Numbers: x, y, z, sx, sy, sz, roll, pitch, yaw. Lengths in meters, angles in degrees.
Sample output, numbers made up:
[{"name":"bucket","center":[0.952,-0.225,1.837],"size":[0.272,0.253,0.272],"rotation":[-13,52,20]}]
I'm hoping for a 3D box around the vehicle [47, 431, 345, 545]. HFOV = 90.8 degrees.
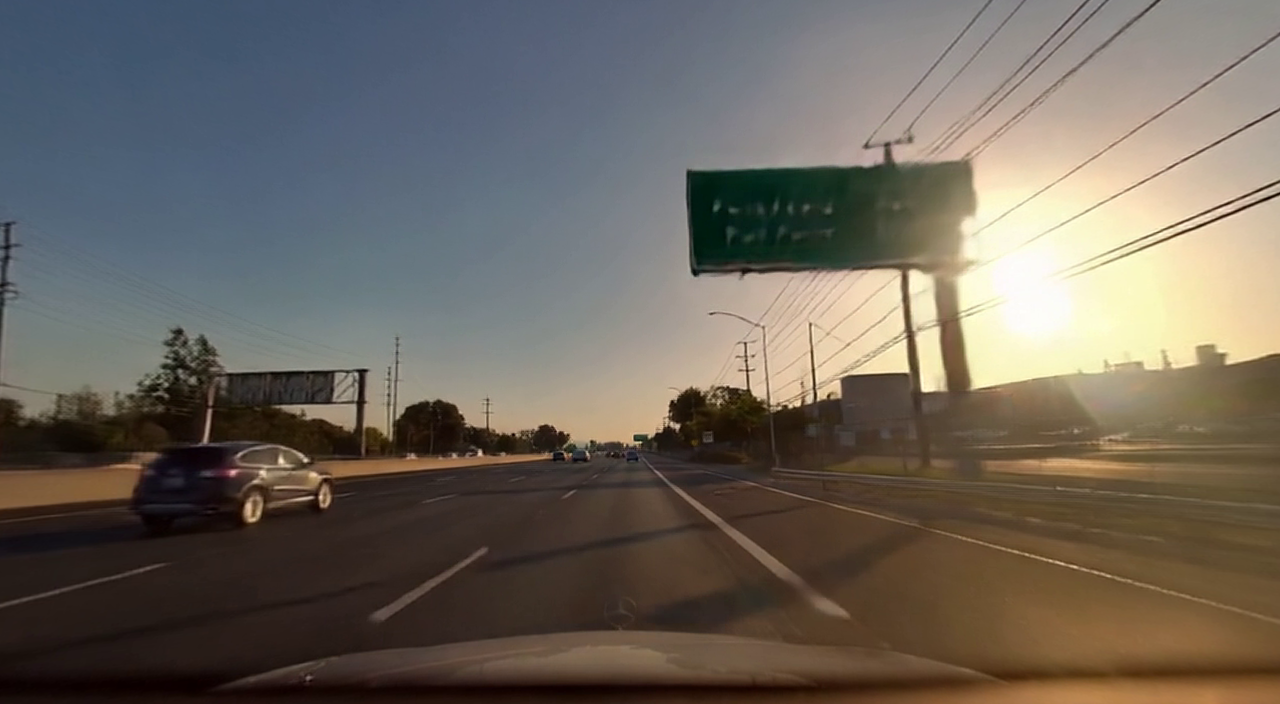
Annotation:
[{"name":"vehicle","center":[-7.579,2.337,11.557],"size":[2.140,1.626,4.457],"rotation":[1,-9,1]}]
